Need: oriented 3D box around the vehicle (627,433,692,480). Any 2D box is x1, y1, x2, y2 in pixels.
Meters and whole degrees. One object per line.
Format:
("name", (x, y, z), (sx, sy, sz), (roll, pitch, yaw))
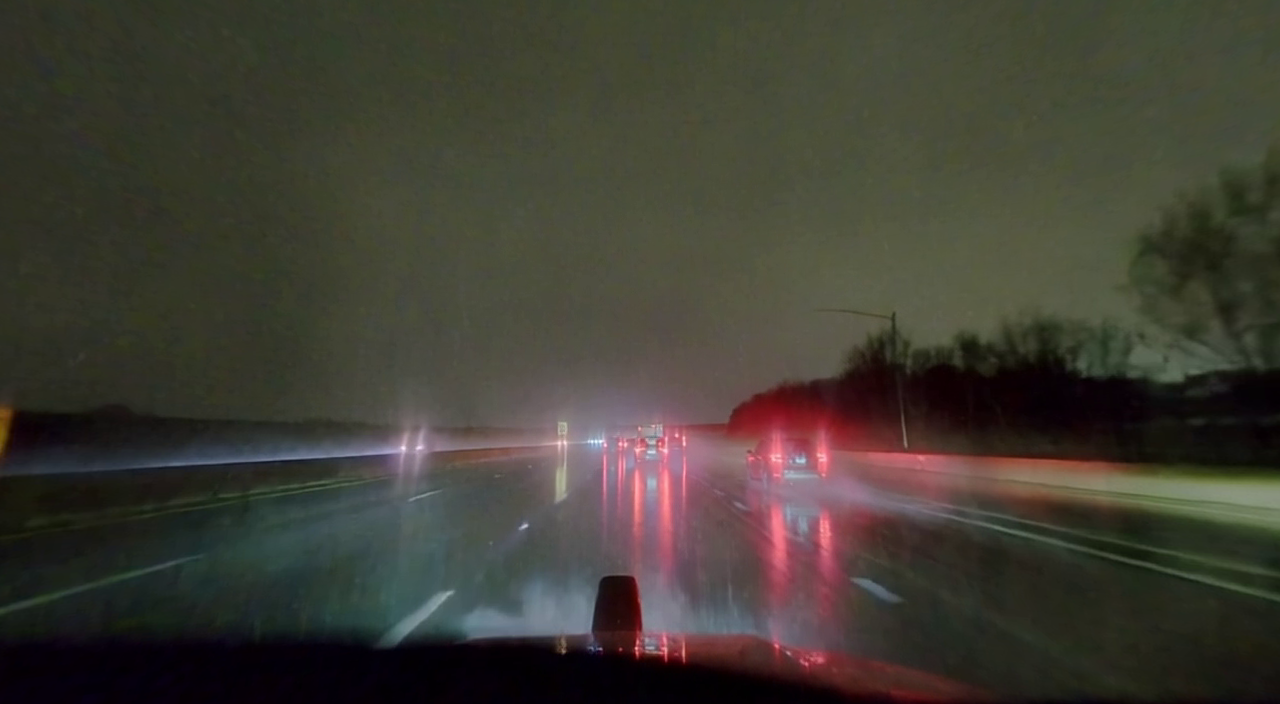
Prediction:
("vehicle", (0.576, 3.599, 22.018), (2.046, 1.467, 3.844), (0, -8, -2))
